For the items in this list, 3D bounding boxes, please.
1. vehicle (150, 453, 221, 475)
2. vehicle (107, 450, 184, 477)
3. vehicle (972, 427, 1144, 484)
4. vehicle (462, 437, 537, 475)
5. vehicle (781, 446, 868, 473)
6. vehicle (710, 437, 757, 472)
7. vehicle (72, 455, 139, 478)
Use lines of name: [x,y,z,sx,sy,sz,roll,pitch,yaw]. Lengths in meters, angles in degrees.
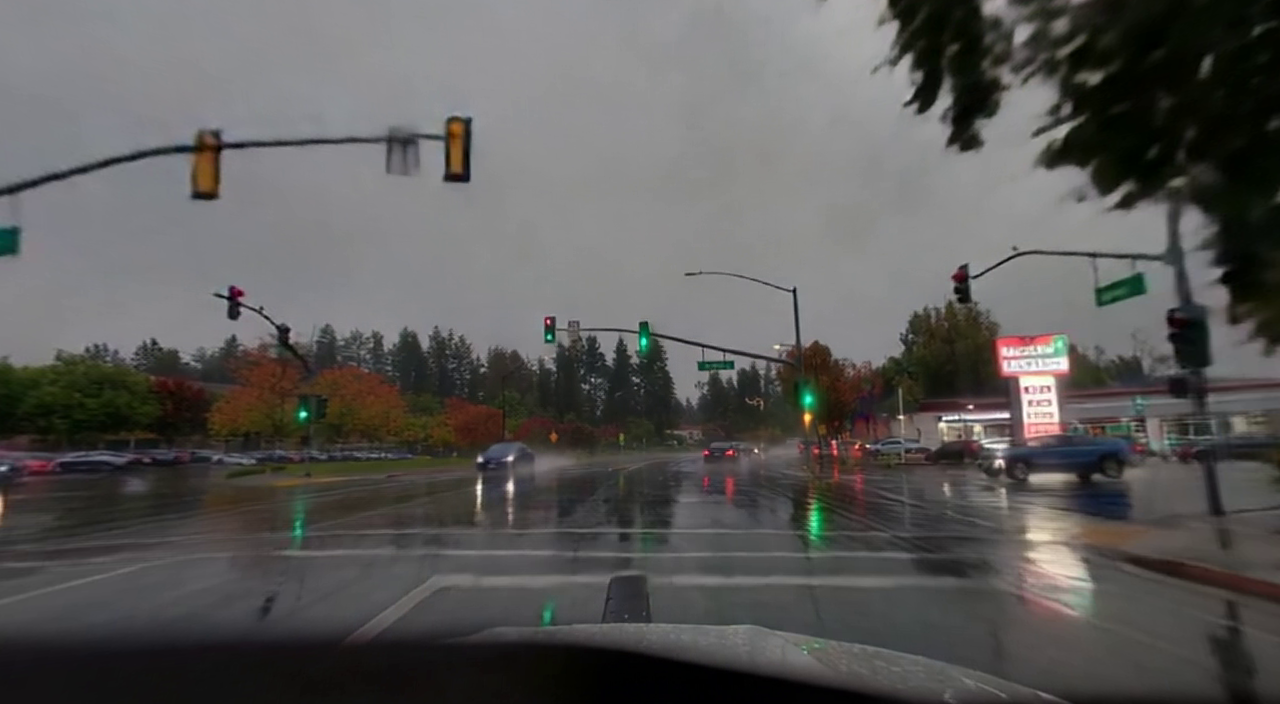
vehicle: [-33.786,8.328,47.011,1.802,1.442,4.601,0,-8,2]
vehicle: [-36.277,8.179,46.401,2.122,1.801,4.427,0,-8,-1]
vehicle: [15.244,3.789,23.218,4.713,1.969,2.201,0,-8,-2]
vehicle: [-6.734,5.042,30.712,2.309,1.702,4.323,-1,-8,5]
vehicle: [10.526,6.137,36.241,1.938,1.466,4.434,6,-10,-36]
vehicle: [4.910,5.469,33.761,2.311,1.715,4.287,-1,-8,6]
vehicle: [-39.205,8.389,46.312,1.799,1.452,3.649,-2,-7,-1]
